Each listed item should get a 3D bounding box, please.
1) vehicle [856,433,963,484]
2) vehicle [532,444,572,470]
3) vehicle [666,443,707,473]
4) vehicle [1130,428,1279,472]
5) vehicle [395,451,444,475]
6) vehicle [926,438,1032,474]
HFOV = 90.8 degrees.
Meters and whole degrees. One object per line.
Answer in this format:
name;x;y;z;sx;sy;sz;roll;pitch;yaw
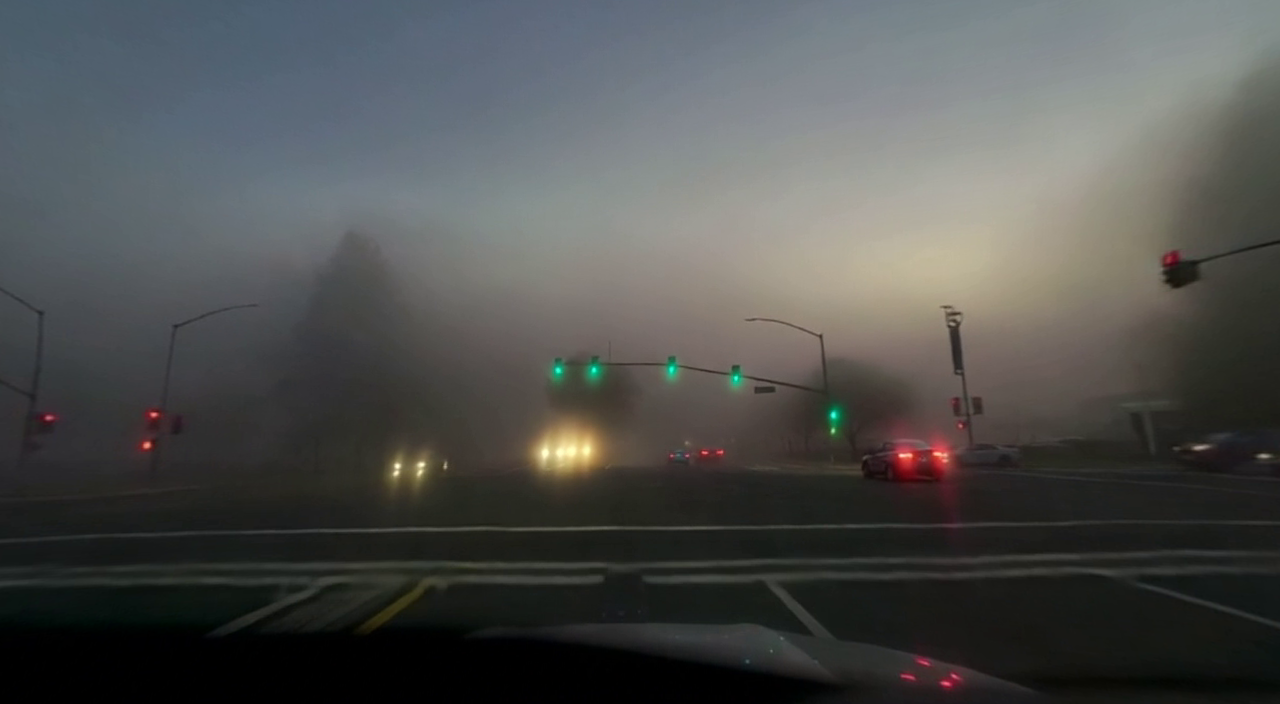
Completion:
vehicle;9.468;3.766;22.615;1.798;1.621;4.304;0;-9;-2
vehicle;-5.864;7.025;42.525;1.986;1.502;4.224;-4;-8;0
vehicle;2.580;6.003;35.994;1.917;1.538;4.259;0;-9;-2
vehicle;22.778;3.918;25.324;4.475;1.682;2.044;0;-9;0
vehicle;-16.248;8.157;46.770;2.000;1.602;4.626;0;-9;0
vehicle;18.843;5.805;35.380;4.805;1.619;1.994;-7;-9;19
